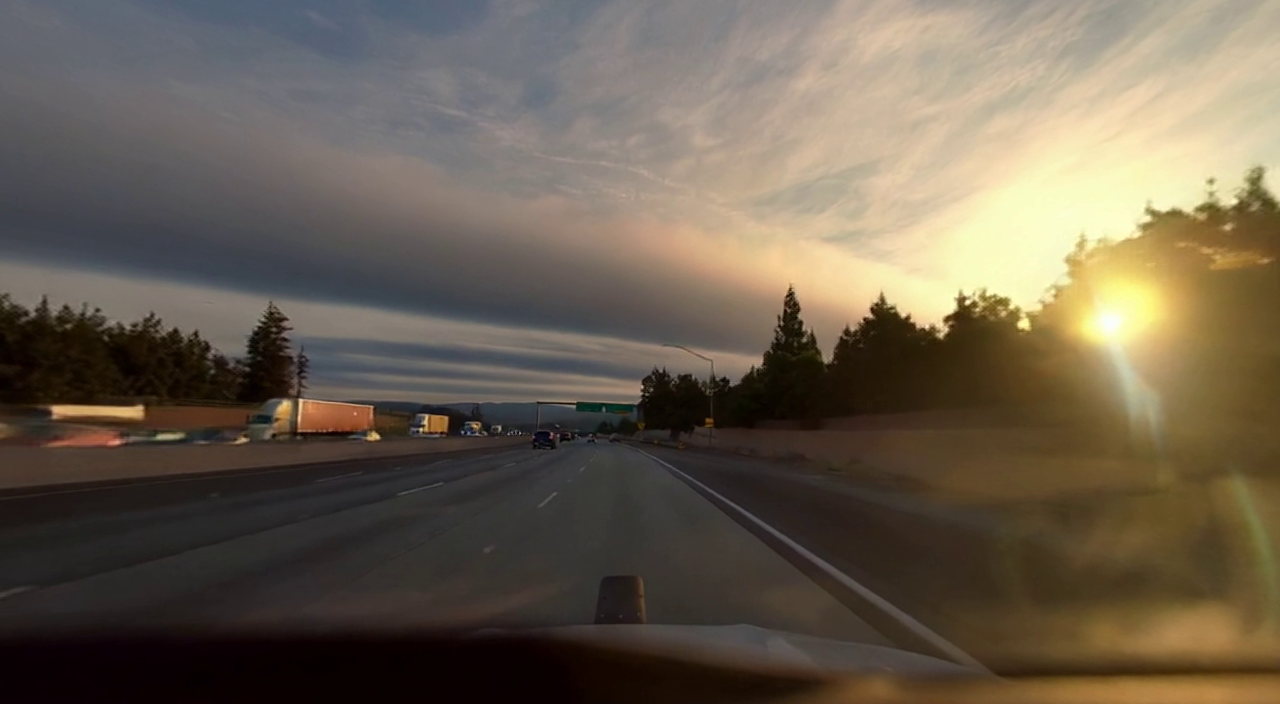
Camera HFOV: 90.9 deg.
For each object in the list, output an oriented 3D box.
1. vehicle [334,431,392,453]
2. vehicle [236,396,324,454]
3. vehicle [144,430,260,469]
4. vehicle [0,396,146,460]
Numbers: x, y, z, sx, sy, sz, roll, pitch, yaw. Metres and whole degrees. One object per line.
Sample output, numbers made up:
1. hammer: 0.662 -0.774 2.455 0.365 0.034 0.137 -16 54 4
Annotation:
1. vehicle: -18.771 6.127 42.938 1.982 1.414 4.336 0 -8 -1
2. vehicle: -26.168 5.397 46.207 2.991 3.997 5.882 0 -8 -2
3. vehicle: -18.164 4.047 26.429 1.851 1.449 4.293 0 -8 -1
4. vehicle: -30.372 4.065 33.123 2.661 2.953 7.724 0 -8 -1
